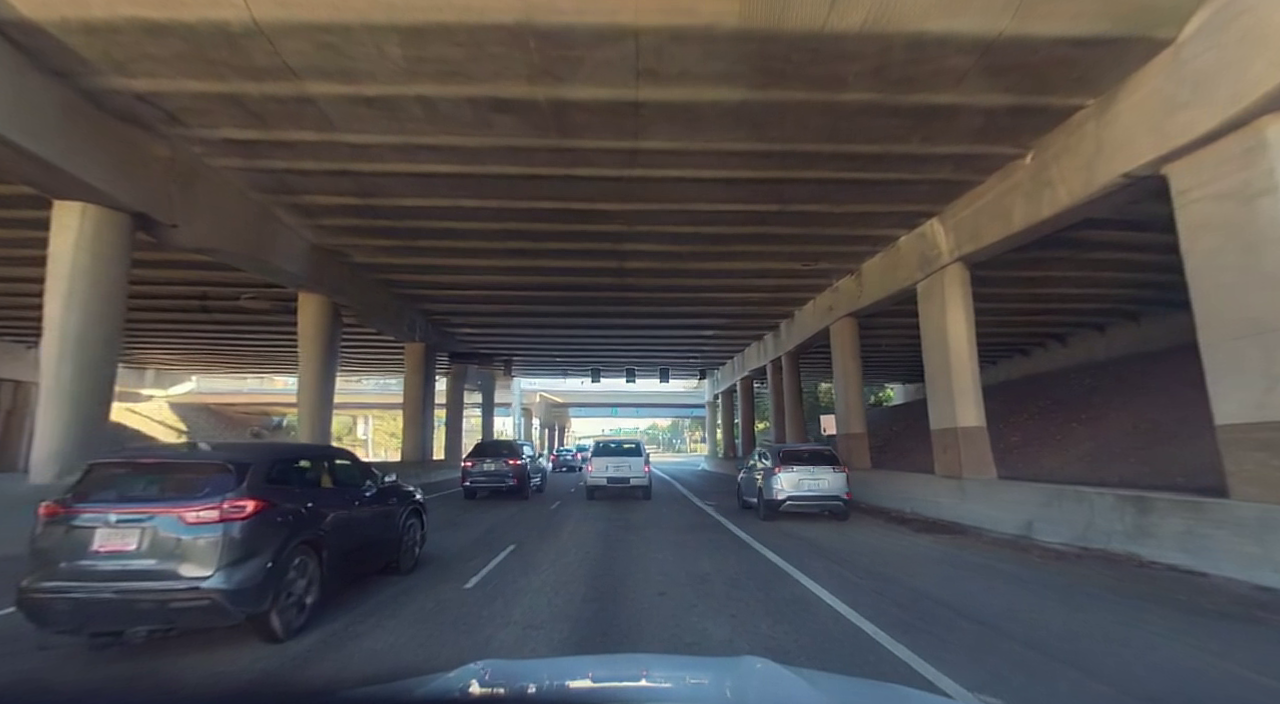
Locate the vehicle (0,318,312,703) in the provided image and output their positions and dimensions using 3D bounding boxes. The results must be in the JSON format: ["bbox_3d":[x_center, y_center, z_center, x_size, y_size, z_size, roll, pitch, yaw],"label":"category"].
[{"bbox_3d":[-3.608,0.789,2.581,2.074,1.814,4.596,0,-8,-1],"label":"vehicle"}]

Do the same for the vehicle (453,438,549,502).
[{"bbox_3d":[-4.066,3.497,19.143,2.127,1.720,4.064,0,-8,-2],"label":"vehicle"}]

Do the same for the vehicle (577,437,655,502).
[{"bbox_3d":[-0.718,3.488,19.072,2.097,1.748,3.794,0,-9,-2],"label":"vehicle"}]

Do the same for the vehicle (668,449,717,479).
[{"bbox_3d":[2.742,5.977,33.790,2.026,1.457,3.969,1,-9,-4],"label":"vehicle"}]

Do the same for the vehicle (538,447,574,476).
[{"bbox_3d":[-4.982,6.525,37.823,1.829,1.614,3.611,0,-9,-3],"label":"vehicle"}]

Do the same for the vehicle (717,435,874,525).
[{"bbox_3d":[3.336,2.876,14.916,2.234,1.720,5.378,0,-8,-1],"label":"vehicle"}]
